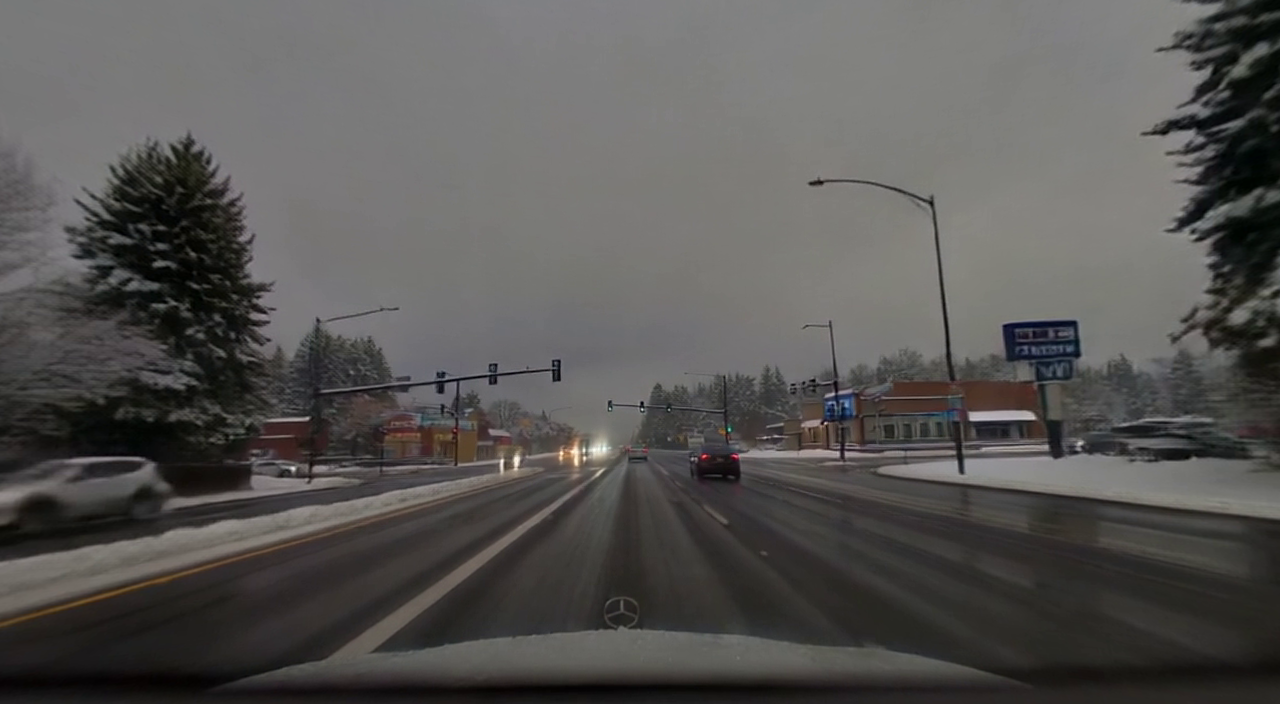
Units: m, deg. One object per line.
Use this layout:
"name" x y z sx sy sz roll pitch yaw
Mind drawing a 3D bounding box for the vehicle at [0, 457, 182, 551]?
"vehicle" -11.798 2.964 12.912 1.886 1.524 4.027 0 -9 -1

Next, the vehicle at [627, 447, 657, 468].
"vehicle" 0.090 7.849 47.249 2.135 1.468 4.076 0 -9 -1

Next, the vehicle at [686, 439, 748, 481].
"vehicle" 3.273 4.691 27.641 2.022 1.643 4.326 0 -9 -2
